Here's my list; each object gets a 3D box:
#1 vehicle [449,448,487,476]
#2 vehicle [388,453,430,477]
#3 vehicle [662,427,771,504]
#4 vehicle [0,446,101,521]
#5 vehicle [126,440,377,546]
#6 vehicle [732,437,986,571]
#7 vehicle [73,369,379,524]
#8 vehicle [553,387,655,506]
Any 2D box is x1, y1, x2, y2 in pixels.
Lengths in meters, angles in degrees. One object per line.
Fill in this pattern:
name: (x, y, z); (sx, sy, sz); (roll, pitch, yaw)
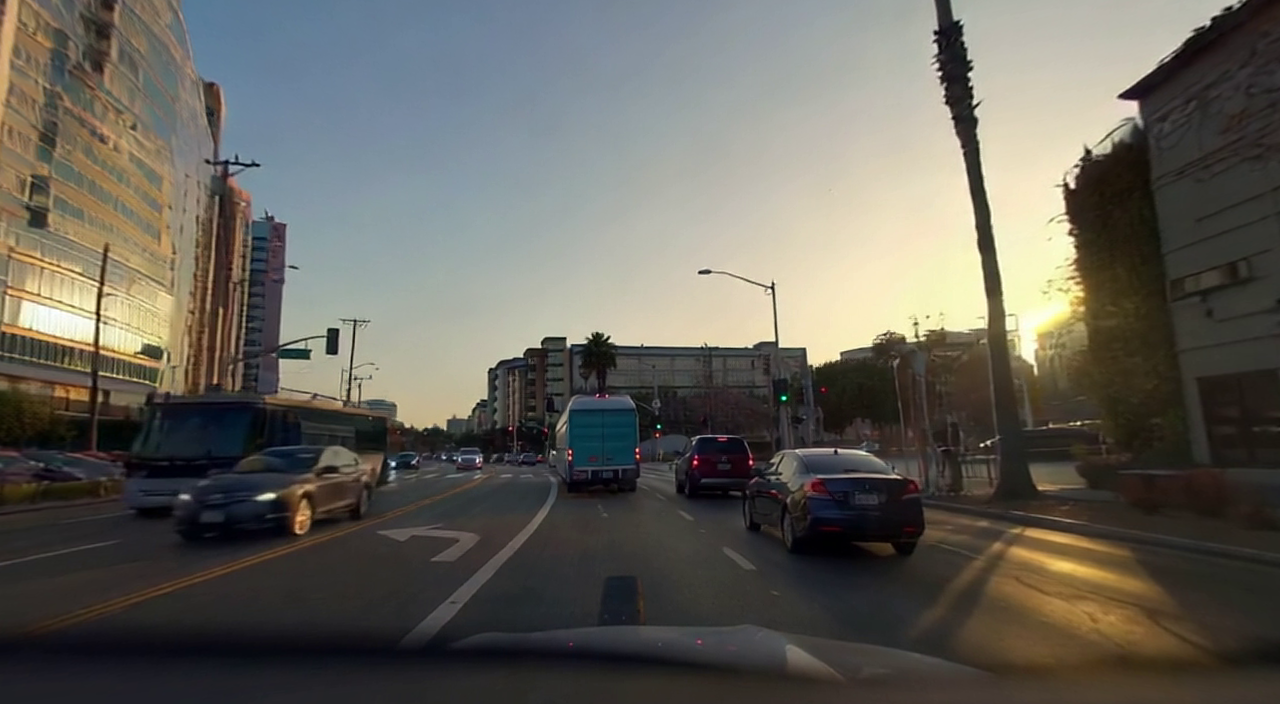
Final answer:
vehicle: (-11.230, 7.160, 41.168); (2.058, 1.730, 4.466); (2, -9, -12)
vehicle: (-15.999, 7.833, 43.682); (1.975, 1.503, 4.533); (1, -9, -11)
vehicle: (2.066, 3.312, 18.868); (2.157, 1.944, 5.423); (1, -9, -5)
vehicle: (-15.610, 3.097, 14.904); (1.965, 1.679, 4.455); (1, -8, -6)
vehicle: (-6.755, 2.446, 11.632); (2.170, 1.555, 4.187); (0, -9, -4)
vehicle: (2.873, 2.100, 9.604); (1.978, 1.507, 4.636); (0, -9, -3)
vehicle: (-11.593, 2.936, 19.780); (2.996, 3.432, 11.265); (1, -8, -6)
vehicle: (-1.253, 2.794, 18.705); (2.517, 2.926, 6.177); (1, -9, -7)
